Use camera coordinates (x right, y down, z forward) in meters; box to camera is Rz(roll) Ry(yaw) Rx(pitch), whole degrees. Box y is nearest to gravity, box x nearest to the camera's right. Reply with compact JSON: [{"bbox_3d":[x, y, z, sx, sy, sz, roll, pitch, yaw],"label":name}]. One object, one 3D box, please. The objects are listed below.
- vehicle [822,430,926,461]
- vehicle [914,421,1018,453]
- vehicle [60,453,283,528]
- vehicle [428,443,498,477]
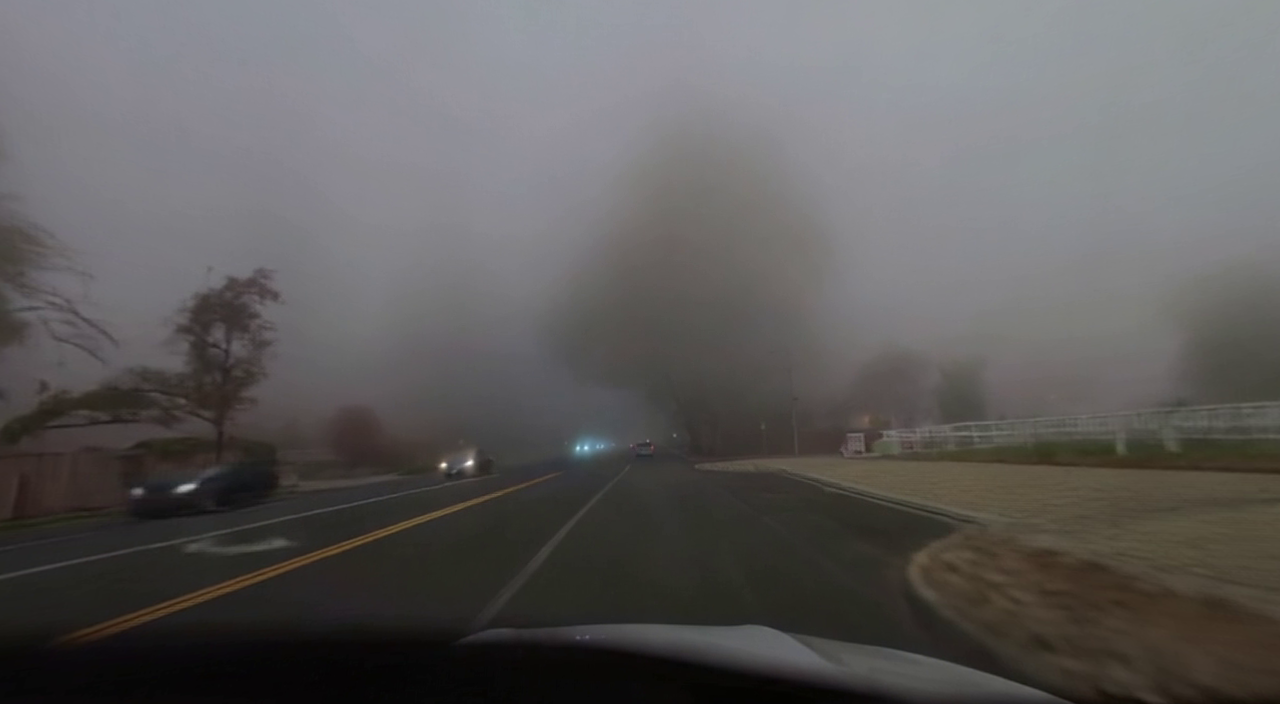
[{"bbox_3d":[13.479,5.384,36.533,5.177,1.468,2.090,-3,-6,3],"label":"vehicle"},{"bbox_3d":[18.904,4.951,36.675,4.821,1.832,2.196,0,-8,-2],"label":"vehicle"},{"bbox_3d":[-11.290,3.315,15.734,2.026,1.519,4.534,0,-8,1],"label":"vehicle"},{"bbox_3d":[-8.518,5.235,30.837,1.961,1.518,4.846,0,-8,1],"label":"vehicle"}]
